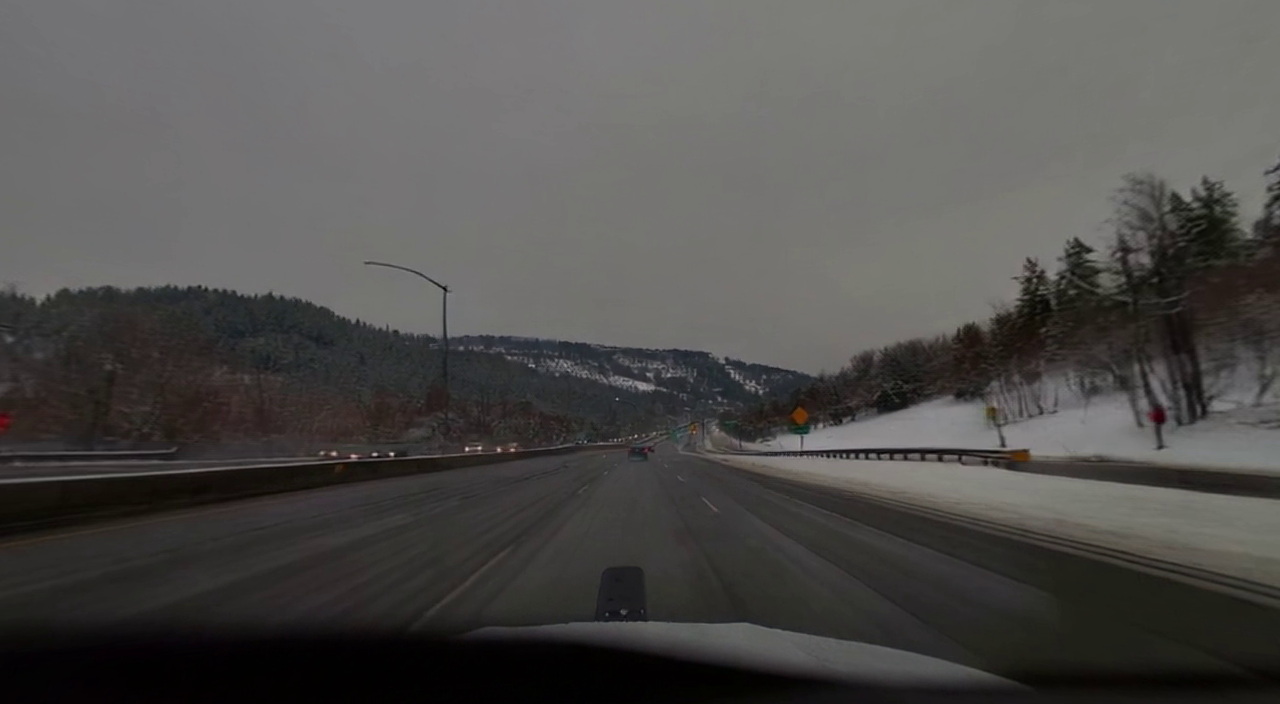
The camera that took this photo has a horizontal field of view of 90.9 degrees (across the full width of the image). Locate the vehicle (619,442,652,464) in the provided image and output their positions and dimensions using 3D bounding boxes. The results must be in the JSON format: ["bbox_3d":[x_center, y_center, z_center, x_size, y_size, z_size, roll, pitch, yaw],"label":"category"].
[{"bbox_3d":[-0.395,7.028,44.079,2.193,1.497,4.337,0,-8,-2],"label":"vehicle"}]

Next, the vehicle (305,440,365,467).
[{"bbox_3d":[-21.735,7.231,45.151,1.995,1.854,4.706,0,-8,-1],"label":"vehicle"}]
